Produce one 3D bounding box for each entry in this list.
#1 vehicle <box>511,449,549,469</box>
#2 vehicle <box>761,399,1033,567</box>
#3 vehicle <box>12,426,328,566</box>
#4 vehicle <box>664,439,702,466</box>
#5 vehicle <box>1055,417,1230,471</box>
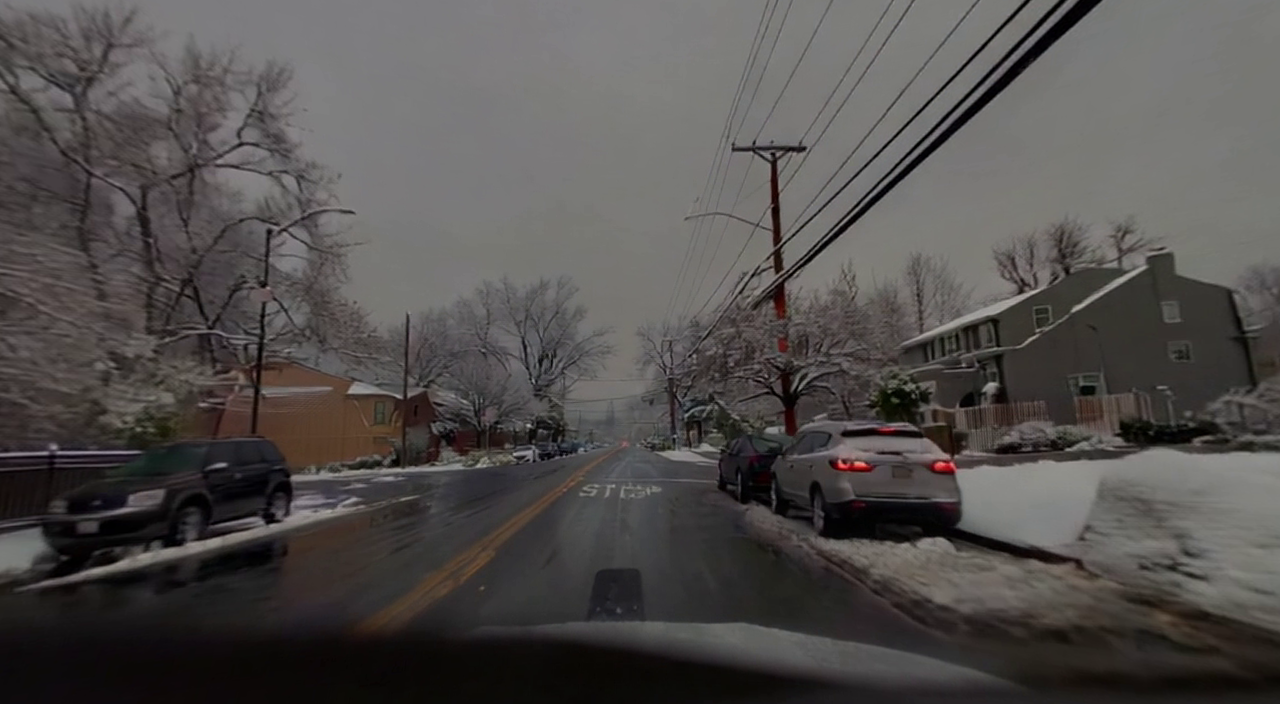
[{"bbox_3d":[-7.501,7.357,43.563,1.926,1.307,3.909,0,-9,0],"label":"vehicle"},{"bbox_3d":[3.177,1.723,8.988,1.993,1.778,4.311,0,-9,0],"label":"vehicle"},{"bbox_3d":[-7.281,2.312,10.559,1.980,1.664,4.342,-5,-11,0],"label":"vehicle"},{"bbox_3d":[2.828,6.747,42.451,2.114,1.708,4.474,0,-9,-1],"label":"vehicle"},{"bbox_3d":[19.209,3.534,24.367,4.826,1.933,2.166,1,-8,1],"label":"vehicle"}]
